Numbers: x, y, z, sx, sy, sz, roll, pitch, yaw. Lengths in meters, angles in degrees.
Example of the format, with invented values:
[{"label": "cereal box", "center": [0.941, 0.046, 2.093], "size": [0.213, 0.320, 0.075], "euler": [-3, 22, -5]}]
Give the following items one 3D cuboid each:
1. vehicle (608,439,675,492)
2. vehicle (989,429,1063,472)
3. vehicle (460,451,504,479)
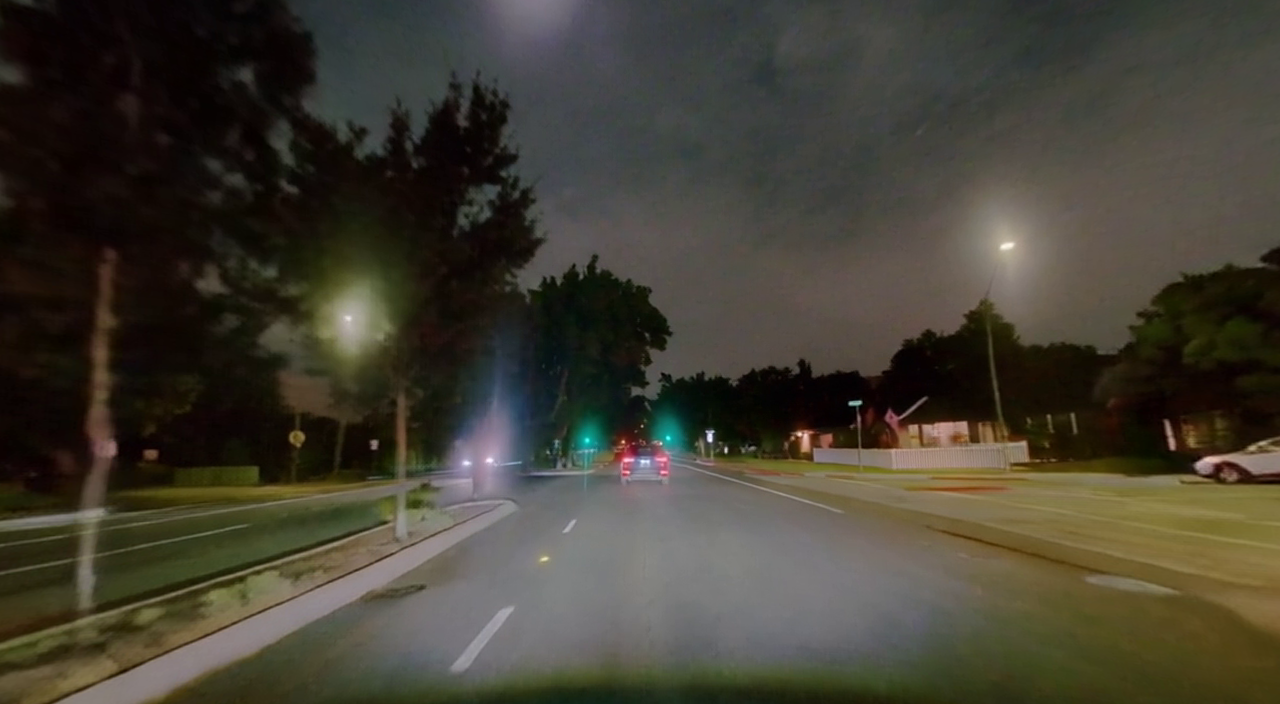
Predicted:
[{"label": "vehicle", "center": [0.074, 3.864, 21.909], "size": [2.106, 1.655, 3.717], "euler": [0, -8, 1]}, {"label": "vehicle", "center": [17.853, 4.505, 29.102], "size": [2.128, 1.771, 4.721], "euler": [-7, -11, 39]}, {"label": "vehicle", "center": [-9.412, 6.745, 37.936], "size": [1.861, 1.516, 3.752], "euler": [0, -8, -3]}]
